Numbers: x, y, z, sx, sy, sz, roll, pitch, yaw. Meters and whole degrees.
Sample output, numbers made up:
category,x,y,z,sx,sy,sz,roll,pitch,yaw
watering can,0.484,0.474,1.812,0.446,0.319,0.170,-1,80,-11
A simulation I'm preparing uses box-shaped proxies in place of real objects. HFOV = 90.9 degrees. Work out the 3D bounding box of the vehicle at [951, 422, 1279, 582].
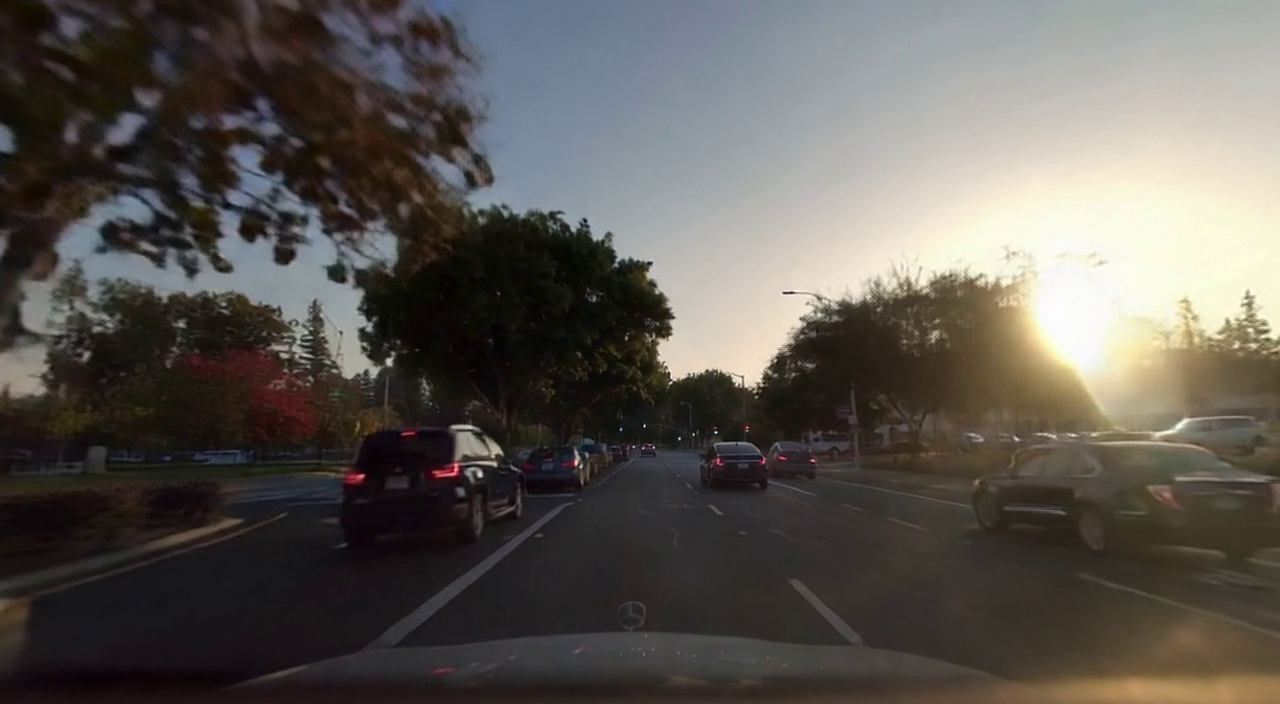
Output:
category,x,y,z,sx,sy,sz,roll,pitch,yaw
vehicle,6.371,1.825,8.563,1.881,1.540,4.750,0,-9,1

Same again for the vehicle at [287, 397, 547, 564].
category,x,y,z,sx,sy,sz,roll,pitch,yaw
vehicle,-2.761,1.738,9.143,2.117,1.799,4.442,0,-9,0

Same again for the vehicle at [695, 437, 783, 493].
category,x,y,z,sx,sy,sz,roll,pitch,yaw
vehicle,2.885,3.429,19.393,2.004,1.512,4.206,0,-9,0

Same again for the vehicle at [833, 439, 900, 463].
category,x,y,z,sx,sy,sz,roll,pitch,yaw
vehicle,16.258,7.109,45.182,4.337,1.614,2.043,4,-10,-29

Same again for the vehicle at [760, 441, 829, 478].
category,x,y,z,sx,sy,sz,roll,pitch,yaw
vehicle,7.095,4.987,29.547,2.070,1.547,4.941,0,-9,1
